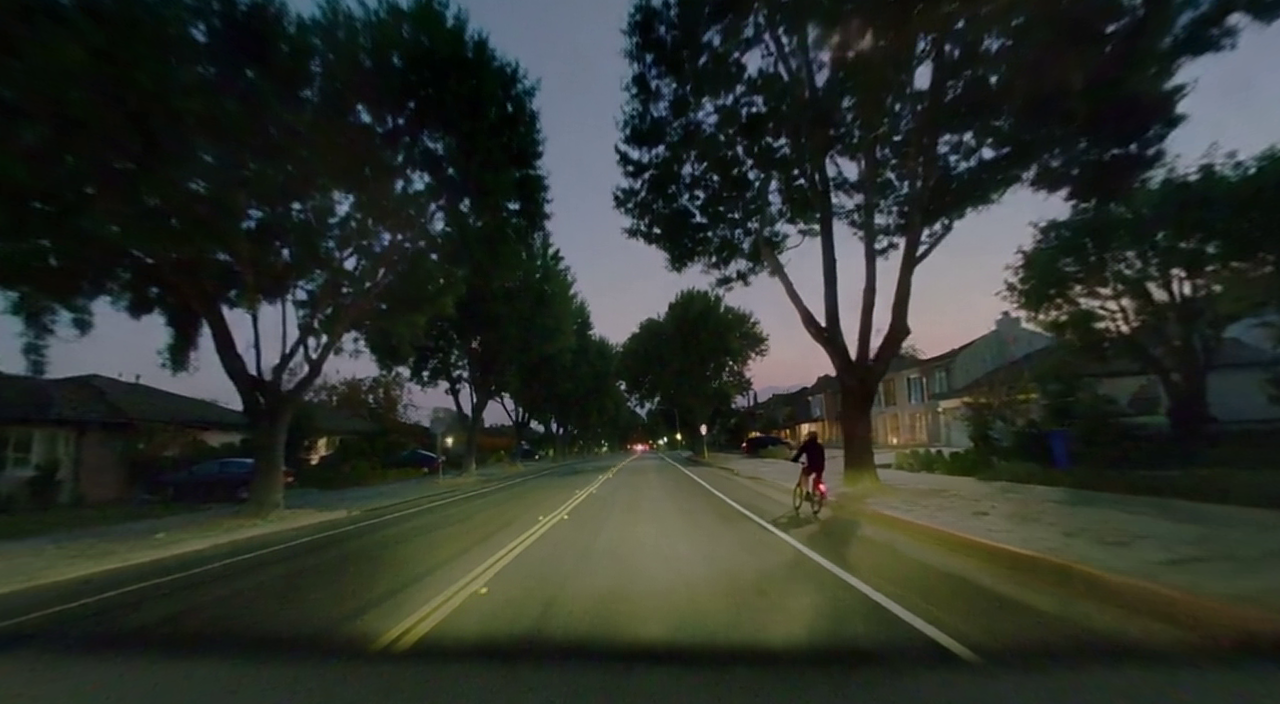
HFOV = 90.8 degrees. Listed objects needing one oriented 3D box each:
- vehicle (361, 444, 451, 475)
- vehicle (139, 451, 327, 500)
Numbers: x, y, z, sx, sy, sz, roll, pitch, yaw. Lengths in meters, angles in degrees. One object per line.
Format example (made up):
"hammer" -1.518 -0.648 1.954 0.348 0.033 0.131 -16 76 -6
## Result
"vehicle" -13.923 6.398 37.745 4.587 1.722 1.906 0 -9 -1
"vehicle" -13.037 3.957 20.479 4.717 1.465 1.887 0 -9 -3
